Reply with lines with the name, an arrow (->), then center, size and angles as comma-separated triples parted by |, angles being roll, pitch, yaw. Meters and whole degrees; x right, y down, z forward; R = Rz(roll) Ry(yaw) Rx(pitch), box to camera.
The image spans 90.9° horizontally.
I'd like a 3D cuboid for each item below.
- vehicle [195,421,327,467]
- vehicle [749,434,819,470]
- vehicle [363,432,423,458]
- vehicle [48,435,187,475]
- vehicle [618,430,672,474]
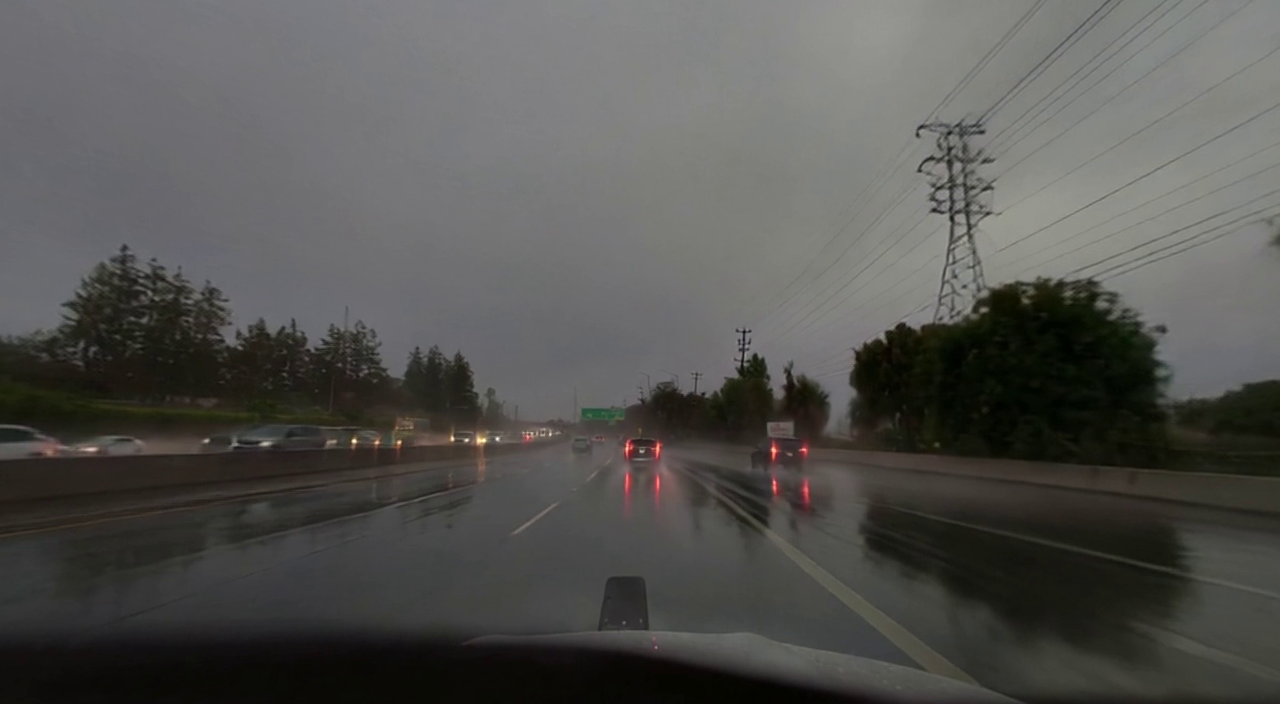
vehicle -> -16.511, 4.084, 27.969 | 2.188, 1.786, 5.759 | 0, -8, 1
vehicle -> 7.343, 5.159, 32.728 | 2.099, 1.720, 4.829 | 1, -8, -5
vehicle -> -16.154, 6.147, 41.531 | 2.055, 1.611, 4.851 | 0, -8, 0
vehicle -> -20.200, 3.982, 24.659 | 1.824, 1.414, 4.289 | 0, -8, -1
vehicle -> 0.172, 4.456, 28.265 | 2.192, 1.769, 4.287 | 0, -8, -1
